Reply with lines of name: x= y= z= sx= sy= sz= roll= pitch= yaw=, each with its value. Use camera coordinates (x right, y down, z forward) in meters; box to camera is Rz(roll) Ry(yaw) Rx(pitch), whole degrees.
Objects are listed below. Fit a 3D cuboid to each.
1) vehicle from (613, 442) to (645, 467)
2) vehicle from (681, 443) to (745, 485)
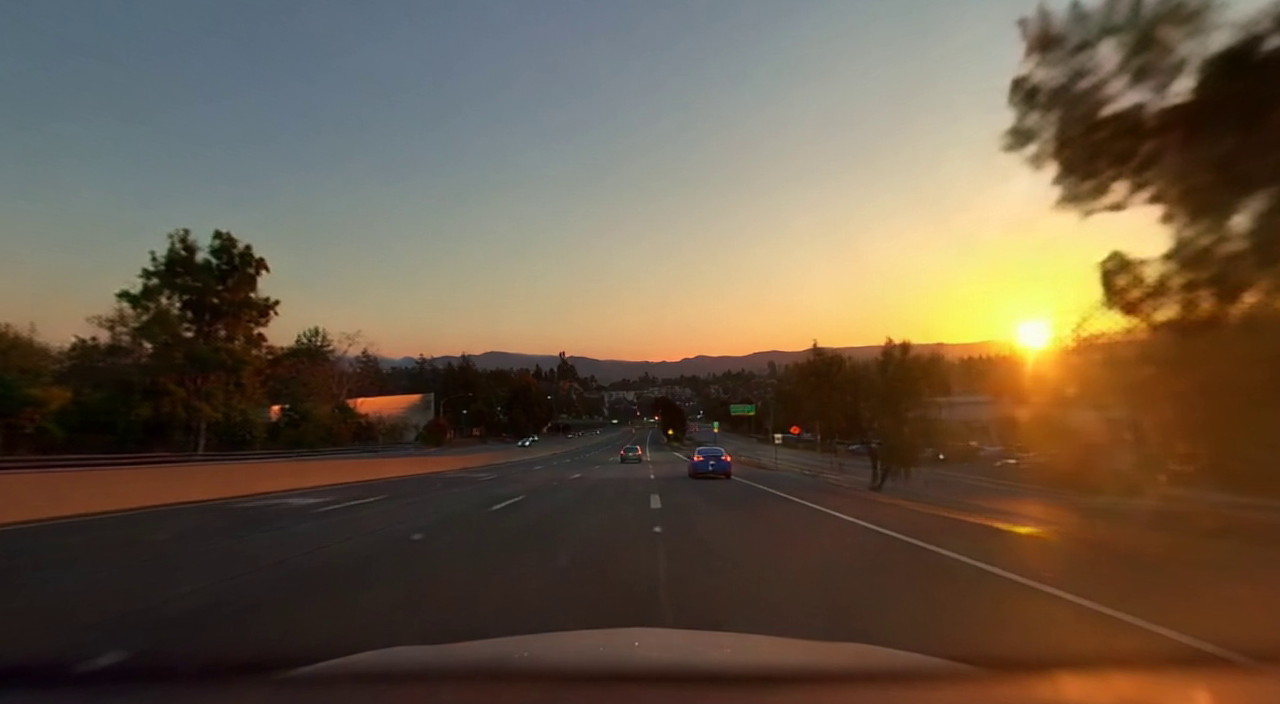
vehicle: x=-0.712 y=7.269 z=44.941 sx=2.127 sy=1.692 sz=4.382 roll=0 pitch=-8 yaw=1
vehicle: x=2.849 y=4.489 z=25.678 sx=2.029 sy=1.528 sz=4.644 roll=0 pitch=-9 yaw=0
